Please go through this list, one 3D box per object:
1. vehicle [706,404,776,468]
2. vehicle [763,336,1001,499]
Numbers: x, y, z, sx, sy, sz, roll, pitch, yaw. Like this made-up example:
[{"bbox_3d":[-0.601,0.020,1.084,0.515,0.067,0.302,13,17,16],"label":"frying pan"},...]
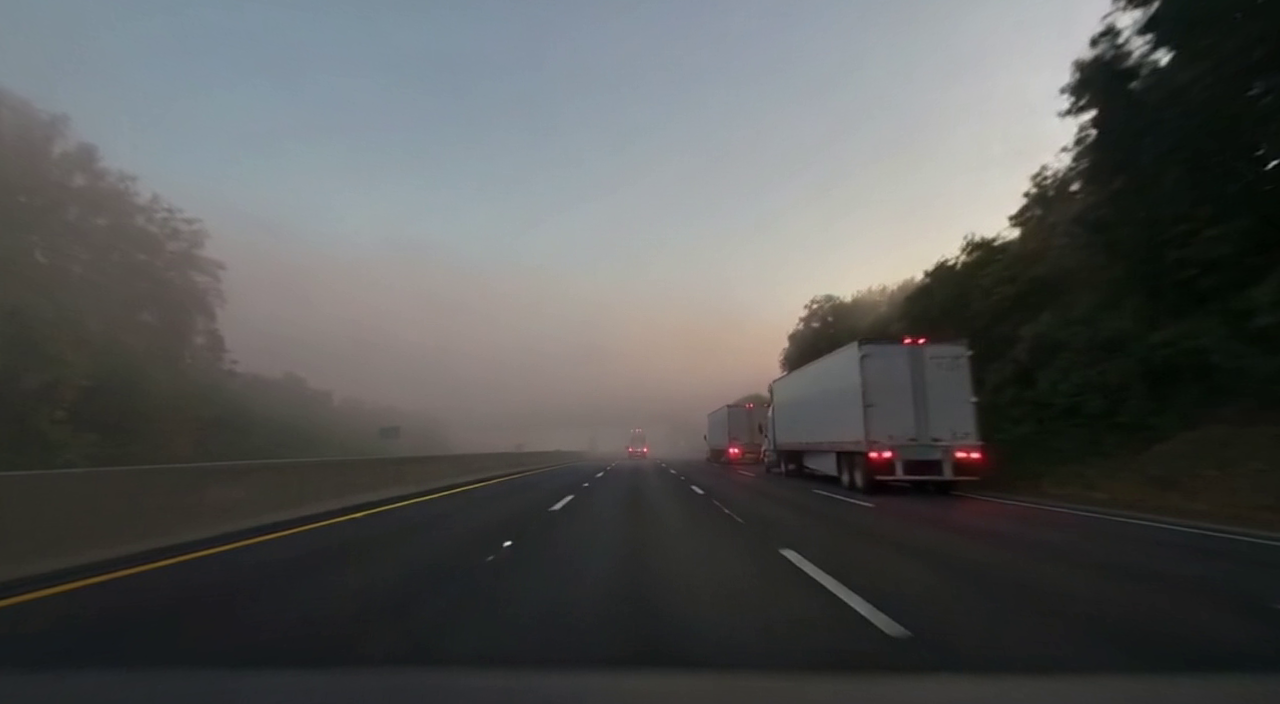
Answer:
[{"bbox_3d":[7.219,6.515,47.785,2.937,4.105,14.800,0,-9,0],"label":"vehicle"},{"bbox_3d":[7.388,2.700,22.841,2.906,4.070,14.134,0,-9,0],"label":"vehicle"}]
